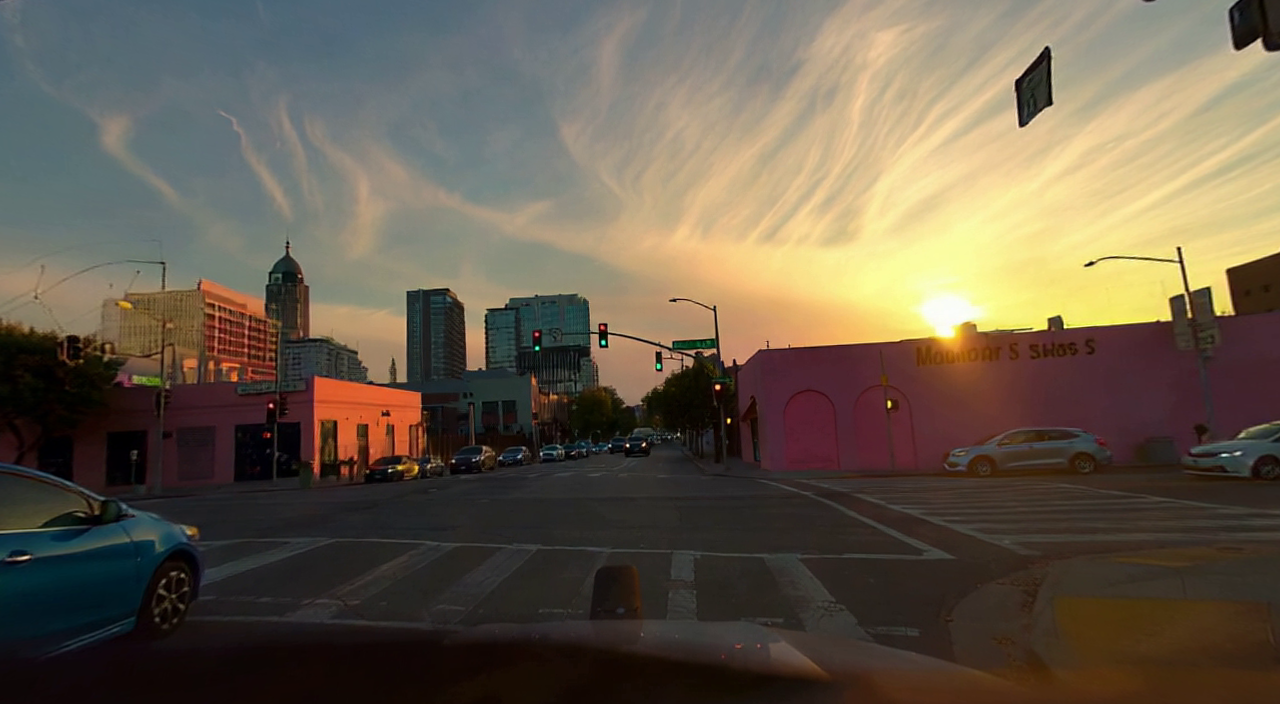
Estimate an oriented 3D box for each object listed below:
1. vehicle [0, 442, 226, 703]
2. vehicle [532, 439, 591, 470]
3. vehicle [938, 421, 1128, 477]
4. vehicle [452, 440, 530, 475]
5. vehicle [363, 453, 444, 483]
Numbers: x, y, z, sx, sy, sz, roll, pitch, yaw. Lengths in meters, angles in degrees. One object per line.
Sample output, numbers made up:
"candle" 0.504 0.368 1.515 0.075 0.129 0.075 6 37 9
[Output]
"vehicle" -3.752 0.970 2.145 1.759 1.325 4.295 0 -9 0
"vehicle" -4.495 5.982 36.873 1.928 1.647 4.575 -2 -9 13
"vehicle" 11.567 2.890 18.802 4.355 1.546 1.820 -1 -9 6
"vehicle" -8.378 5.974 36.054 2.152 1.825 5.406 -2 -9 12
"vehicle" -12.589 6.168 33.868 1.976 1.425 4.567 -1 -9 10
